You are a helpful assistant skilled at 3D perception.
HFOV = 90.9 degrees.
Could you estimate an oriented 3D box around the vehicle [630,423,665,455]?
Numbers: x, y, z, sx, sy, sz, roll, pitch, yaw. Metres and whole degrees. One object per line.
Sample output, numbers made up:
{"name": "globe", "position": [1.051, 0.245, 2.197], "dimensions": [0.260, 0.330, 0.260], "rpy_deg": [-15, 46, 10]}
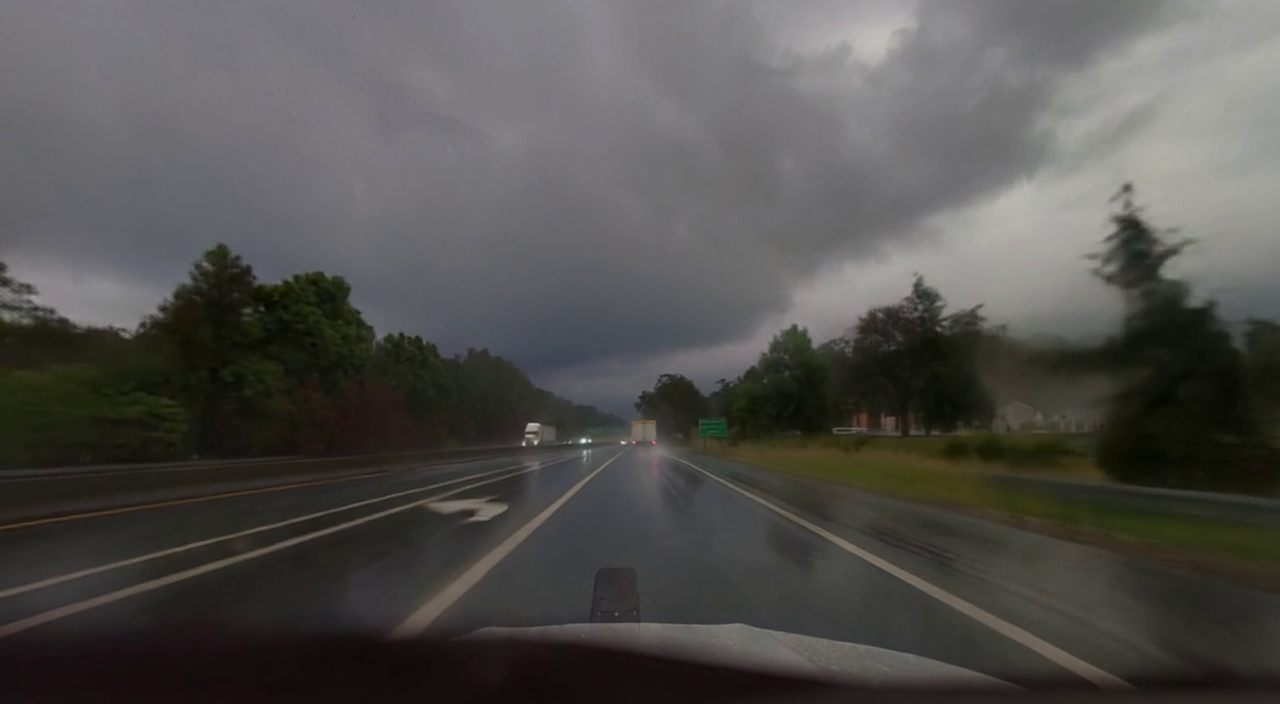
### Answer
{"name": "vehicle", "position": [0.487, 6.779, 49.096], "dimensions": [2.495, 2.327, 5.800], "rpy_deg": [0, -8, -1]}
